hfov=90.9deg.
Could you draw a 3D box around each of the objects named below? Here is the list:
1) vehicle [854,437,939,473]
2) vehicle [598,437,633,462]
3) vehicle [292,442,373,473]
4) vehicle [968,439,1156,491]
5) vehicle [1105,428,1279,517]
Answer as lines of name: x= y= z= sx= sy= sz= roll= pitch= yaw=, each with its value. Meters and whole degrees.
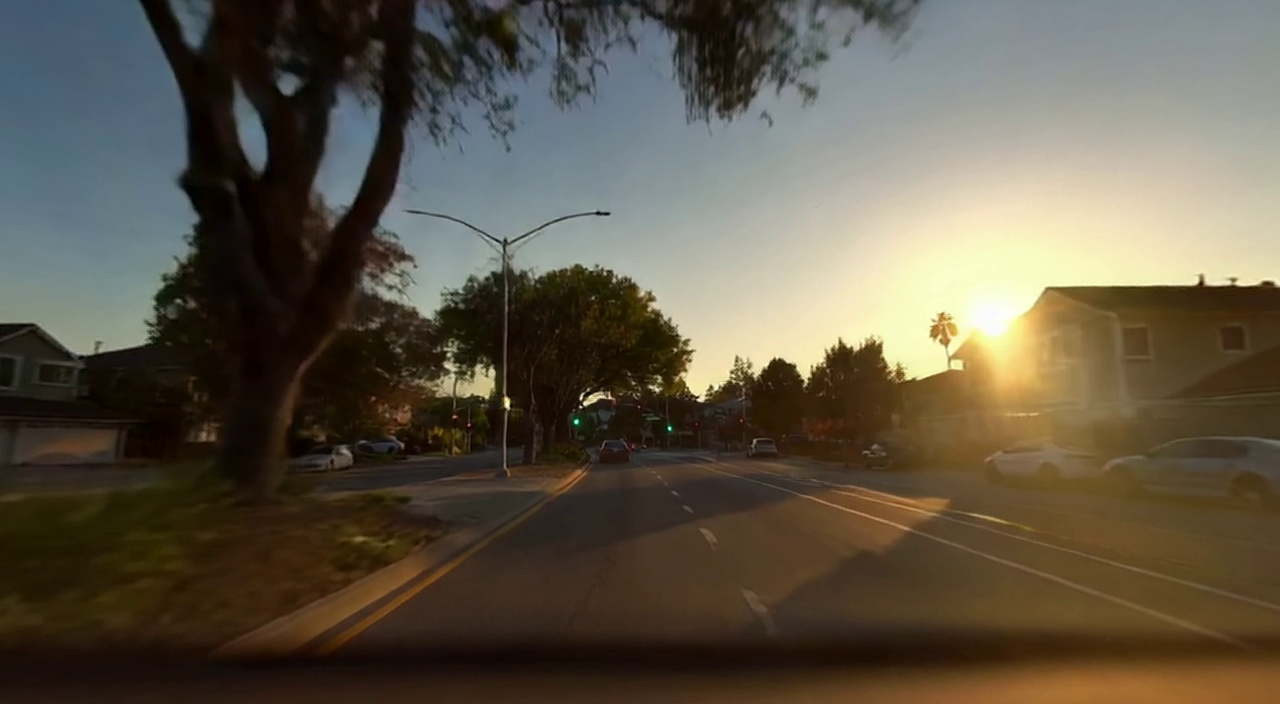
vehicle: x=11.466 y=4.618 z=28.542 sx=1.839 sy=1.445 sz=4.484 roll=0 pitch=-8 yaw=-2
vehicle: x=-1.595 y=6.148 z=39.769 sx=2.113 sy=1.462 sz=4.203 roll=0 pitch=-8 yaw=-4
vehicle: x=-15.572 y=5.346 z=32.236 sx=2.070 sy=1.469 sz=4.524 roll=0 pitch=-8 yaw=-3
vehicle: x=11.533 y=3.099 z=17.762 sx=2.015 sy=1.231 sz=4.748 roll=0 pitch=-8 yaw=-1
vehicle: x=11.812 y=2.294 z=12.386 sx=1.791 sy=1.503 sz=4.560 roll=0 pitch=-8 yaw=-1
